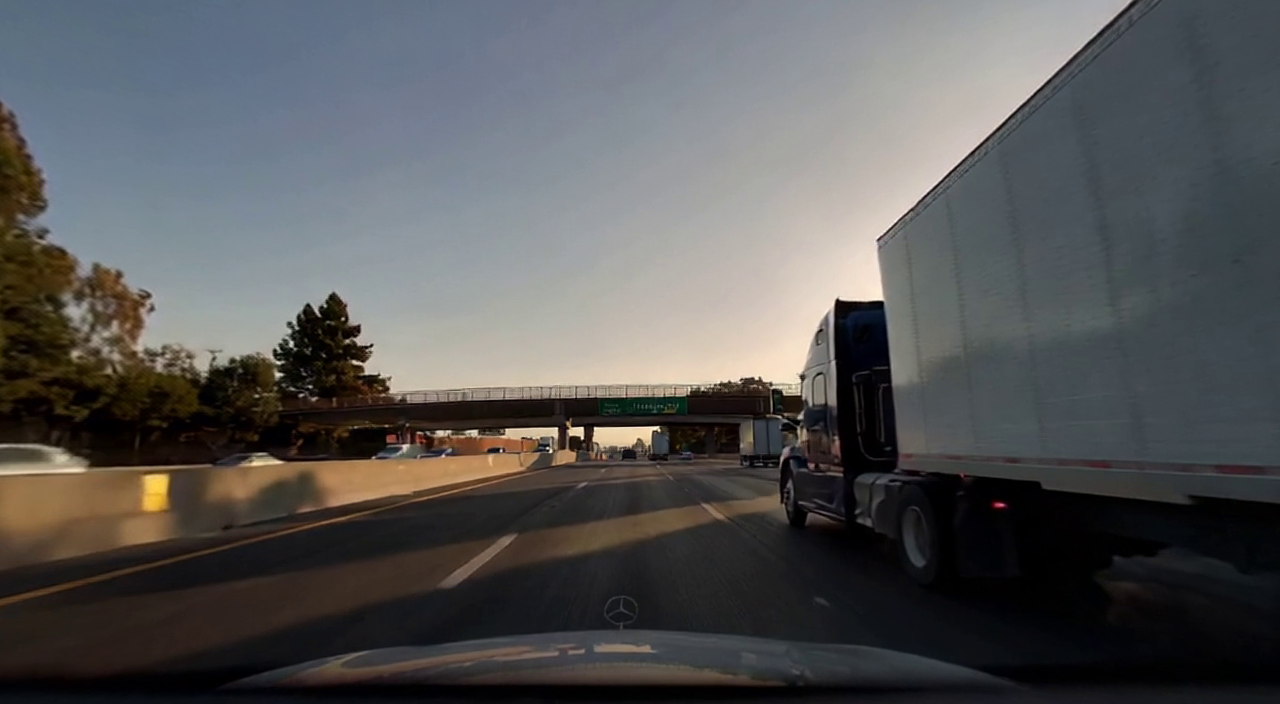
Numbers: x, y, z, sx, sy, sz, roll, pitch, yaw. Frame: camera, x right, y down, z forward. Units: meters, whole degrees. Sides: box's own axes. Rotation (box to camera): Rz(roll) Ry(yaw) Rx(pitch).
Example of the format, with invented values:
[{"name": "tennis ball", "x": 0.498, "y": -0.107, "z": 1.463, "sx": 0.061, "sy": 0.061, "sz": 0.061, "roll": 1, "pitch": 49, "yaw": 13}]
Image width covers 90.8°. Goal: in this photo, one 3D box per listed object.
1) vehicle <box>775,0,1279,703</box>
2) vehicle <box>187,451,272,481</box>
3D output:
[{"name": "vehicle", "x": 3.371, "y": 0.046, "z": 4.605, "sx": 3.210, "sy": 4.239, "sz": 7.307, "roll": 0, "pitch": -9, "yaw": 1}, {"name": "vehicle", "x": -21.544, "y": 5.977, "z": 33.350, "sx": 1.918, "sy": 1.450, "sz": 3.803, "roll": 0, "pitch": -9, "yaw": 0}]
